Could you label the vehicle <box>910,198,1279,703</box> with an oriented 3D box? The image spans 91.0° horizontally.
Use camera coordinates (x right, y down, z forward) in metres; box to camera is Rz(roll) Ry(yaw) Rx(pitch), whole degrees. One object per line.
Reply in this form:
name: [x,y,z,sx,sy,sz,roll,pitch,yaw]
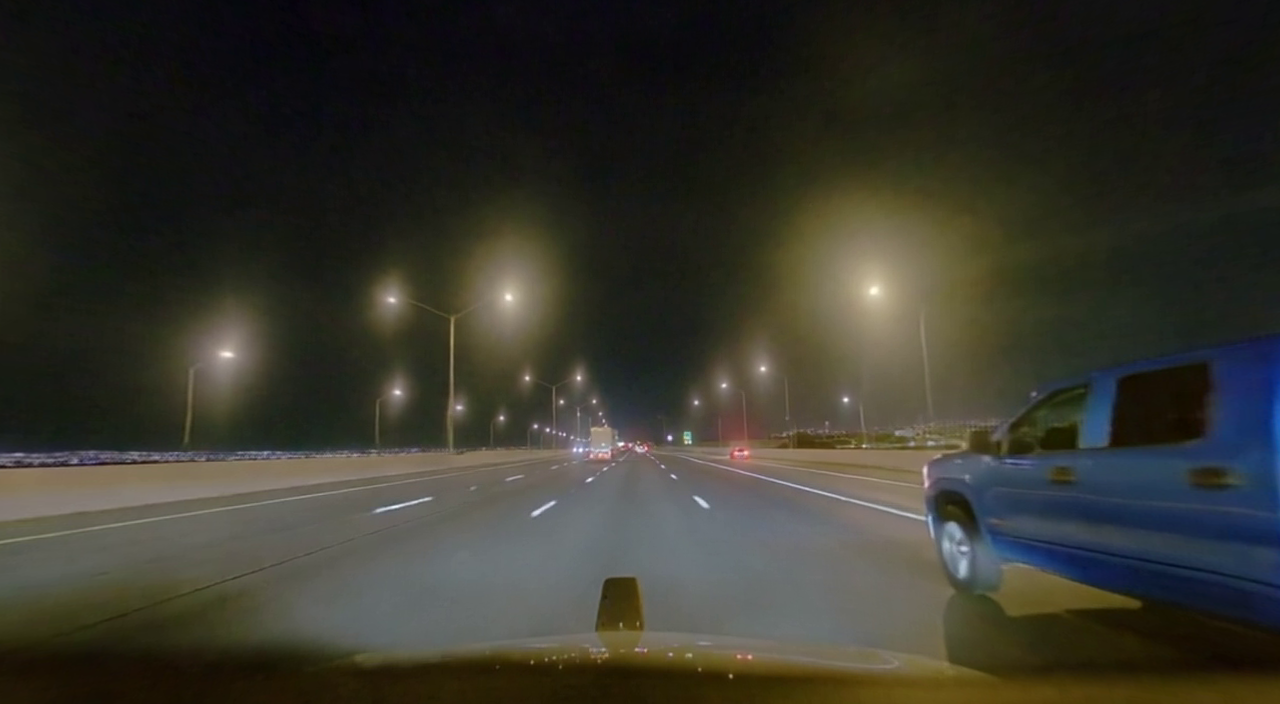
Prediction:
vehicle: [3.570,0.513,2.180,2.593,2.110,6.016,0,-9,0]
